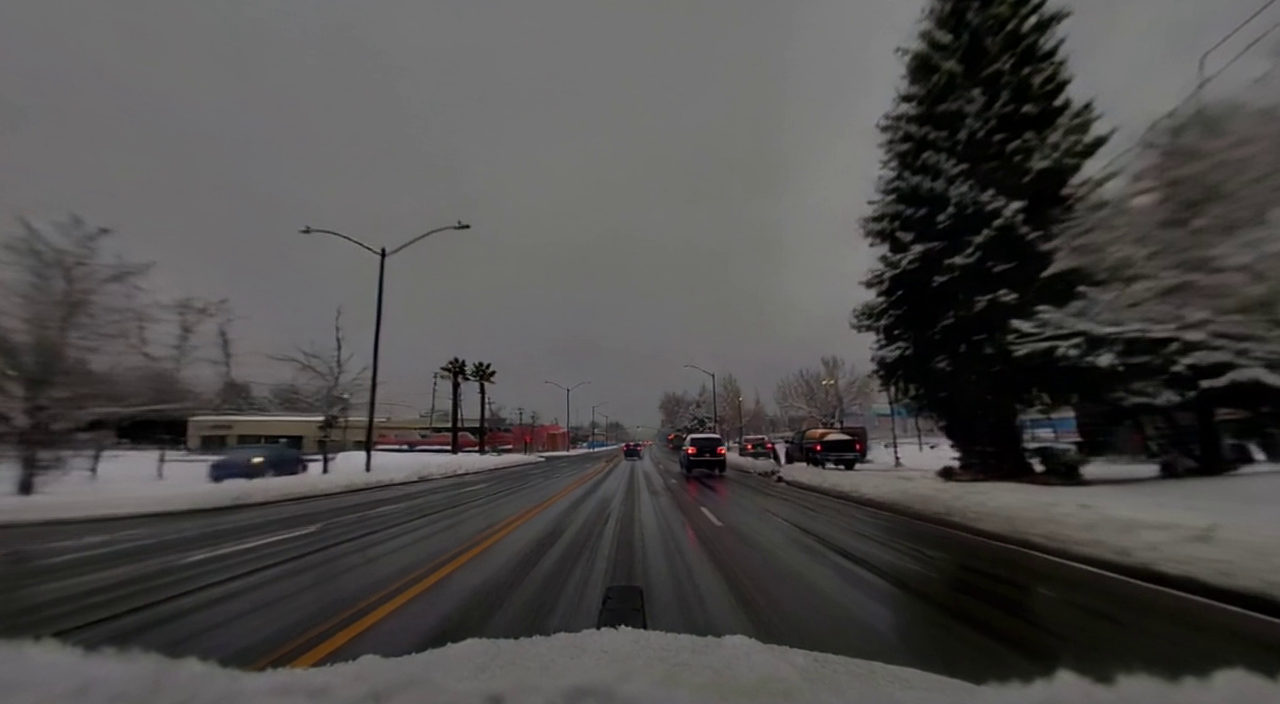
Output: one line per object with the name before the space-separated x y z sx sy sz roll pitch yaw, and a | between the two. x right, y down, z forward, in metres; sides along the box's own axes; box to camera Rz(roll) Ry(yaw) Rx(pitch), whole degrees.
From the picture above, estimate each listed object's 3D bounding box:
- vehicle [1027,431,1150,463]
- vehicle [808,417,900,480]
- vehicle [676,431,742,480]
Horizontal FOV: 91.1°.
vehicle | 30.481 6.452 42.821 6.580 2.031 2.456 1 -8 -3
vehicle | 11.105 4.970 32.438 2.609 2.976 4.867 -8 -11 42
vehicle | 2.974 4.644 28.446 2.386 1.970 5.665 0 -8 0
